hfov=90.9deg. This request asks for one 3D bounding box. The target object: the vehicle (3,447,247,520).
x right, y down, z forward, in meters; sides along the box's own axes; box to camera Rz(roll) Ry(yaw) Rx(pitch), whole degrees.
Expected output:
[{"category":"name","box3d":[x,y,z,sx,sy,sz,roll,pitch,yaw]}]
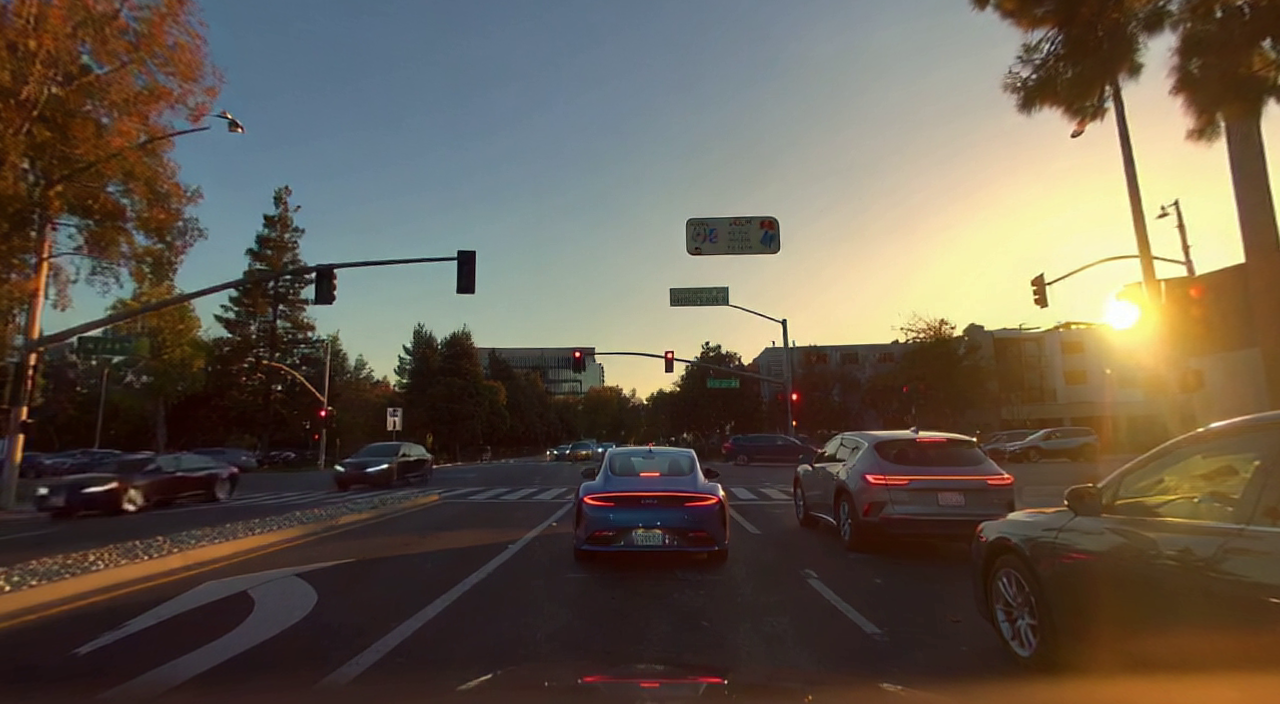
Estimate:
[{"category":"vehicle","box3d":[-11.974,3.039,15.194,2.053,1.436,4.494,0,-8,0]}]

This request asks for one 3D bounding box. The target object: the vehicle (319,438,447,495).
[{"category":"vehicle","box3d":[-8.288,3.714,20.921,2.091,1.651,4.870,0,-8,1]}]

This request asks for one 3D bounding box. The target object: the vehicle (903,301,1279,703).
[{"category":"vehicle","box3d":[3.108,0.803,2.532,2.143,1.759,4.531,0,-8,0]}]

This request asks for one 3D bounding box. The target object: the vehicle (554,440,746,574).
[{"category":"vehicle","box3d":[0.121,1.869,8.395,1.945,1.343,3.827,0,-8,1]}]
